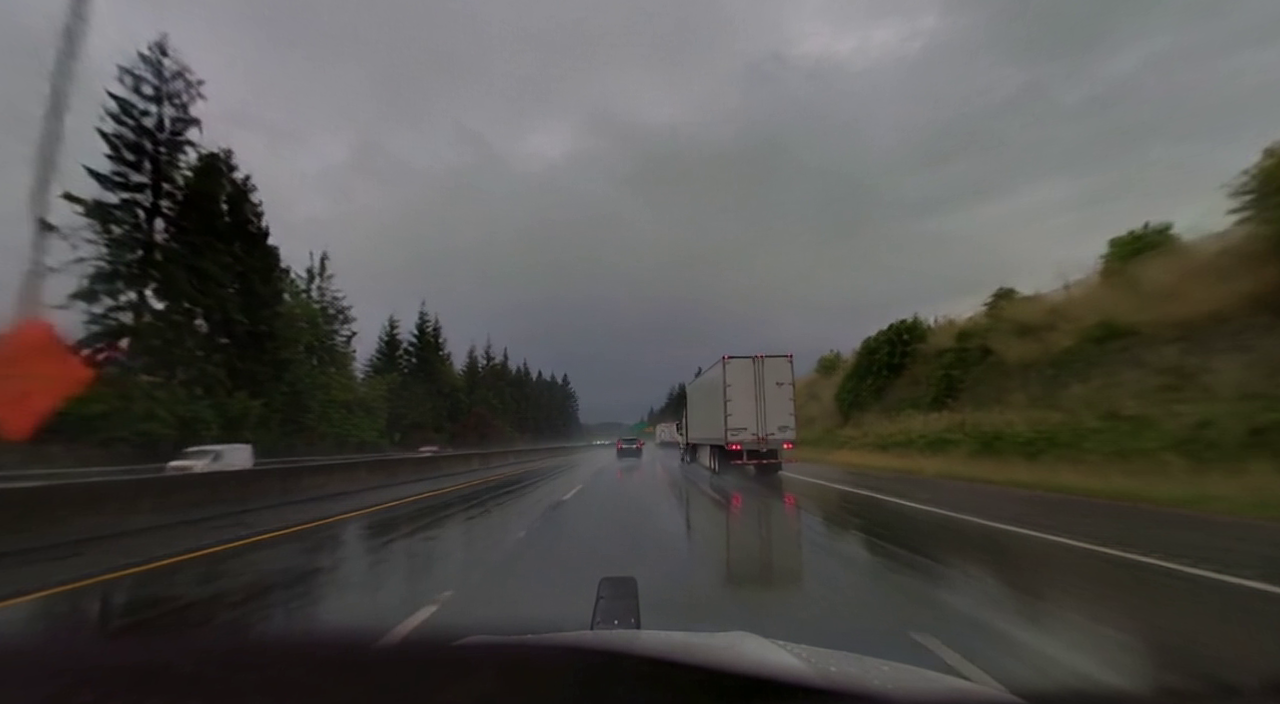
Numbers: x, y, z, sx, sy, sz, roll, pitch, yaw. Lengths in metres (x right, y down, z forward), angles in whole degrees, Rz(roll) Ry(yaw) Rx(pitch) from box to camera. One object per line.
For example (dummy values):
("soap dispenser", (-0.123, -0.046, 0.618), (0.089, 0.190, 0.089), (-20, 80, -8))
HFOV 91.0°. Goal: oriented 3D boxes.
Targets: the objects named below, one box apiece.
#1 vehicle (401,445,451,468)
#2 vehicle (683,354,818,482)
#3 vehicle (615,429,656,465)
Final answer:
("vehicle", (-15.167, 7.456, 44.968), (2.039, 1.495, 4.750), (0, -8, -2))
("vehicle", (4.064, 3.143, 27.631), (3.005, 4.121, 14.417), (0, -8, -1))
("vehicle", (-0.281, 5.527, 36.580), (2.211, 1.933, 4.315), (0, -8, -1))
